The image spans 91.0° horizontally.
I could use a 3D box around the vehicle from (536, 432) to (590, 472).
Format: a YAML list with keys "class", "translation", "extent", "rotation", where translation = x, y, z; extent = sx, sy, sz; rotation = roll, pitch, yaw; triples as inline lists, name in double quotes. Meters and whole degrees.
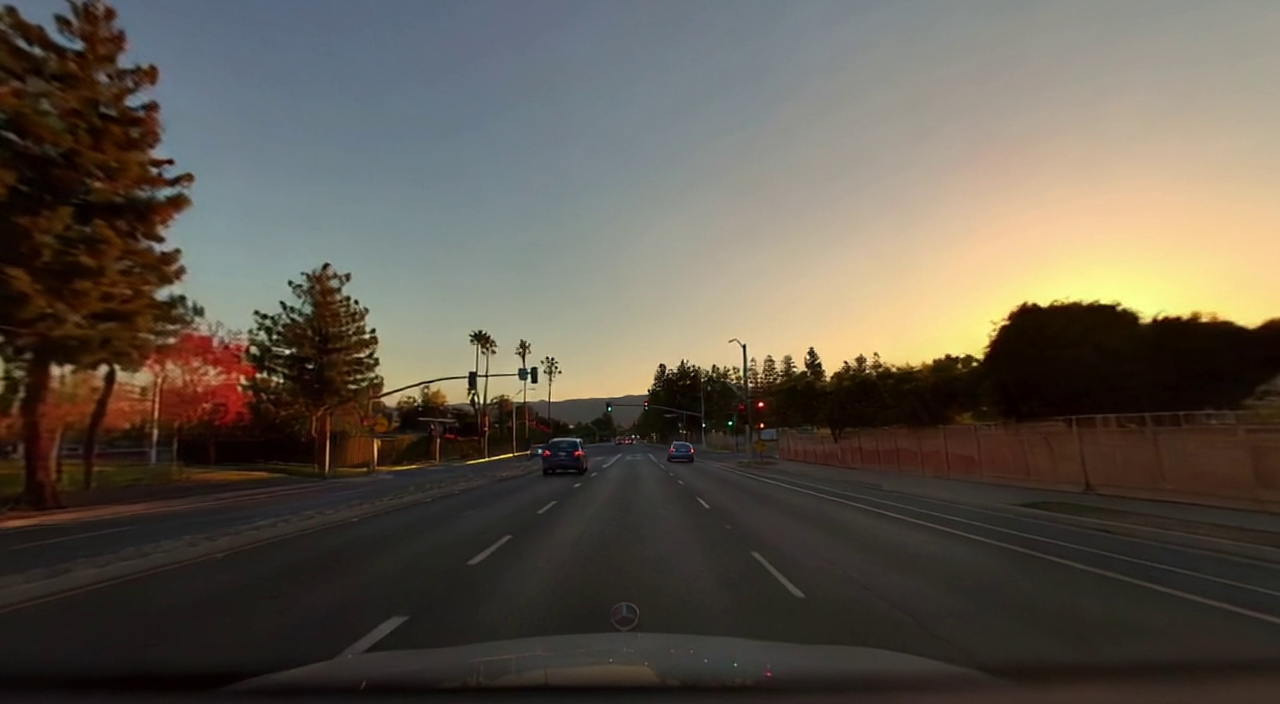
- class: "vehicle"
  translation: [-3.734, 4.974, 31.361]
  extent: [2.078, 1.832, 4.746]
  rotation: [0, -9, 0]

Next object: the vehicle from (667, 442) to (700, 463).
- class: "vehicle"
  translation: [3.145, 7.369, 46.308]
  extent: [2.105, 1.490, 4.008]
  rotation: [0, -9, -1]
